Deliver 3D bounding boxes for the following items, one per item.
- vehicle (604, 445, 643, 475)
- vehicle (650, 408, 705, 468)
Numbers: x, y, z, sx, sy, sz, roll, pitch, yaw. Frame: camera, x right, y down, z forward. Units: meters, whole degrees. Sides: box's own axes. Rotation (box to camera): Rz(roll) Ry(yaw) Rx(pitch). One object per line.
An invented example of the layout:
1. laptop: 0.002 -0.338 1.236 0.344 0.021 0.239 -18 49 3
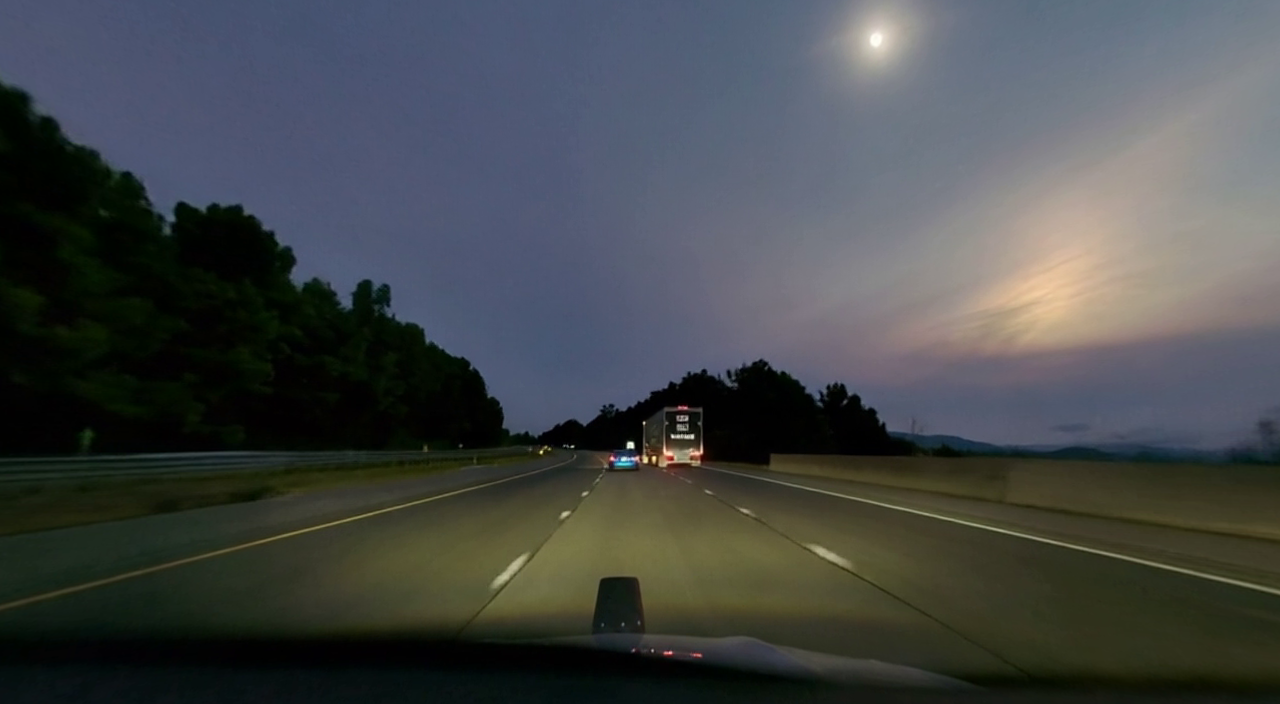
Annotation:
1. vehicle: -0.843 5.599 32.850 1.913 1.460 3.610 0 -9 -2
2. vehicle: 2.618 6.931 49.696 2.951 4.012 14.203 1 -9 -2
